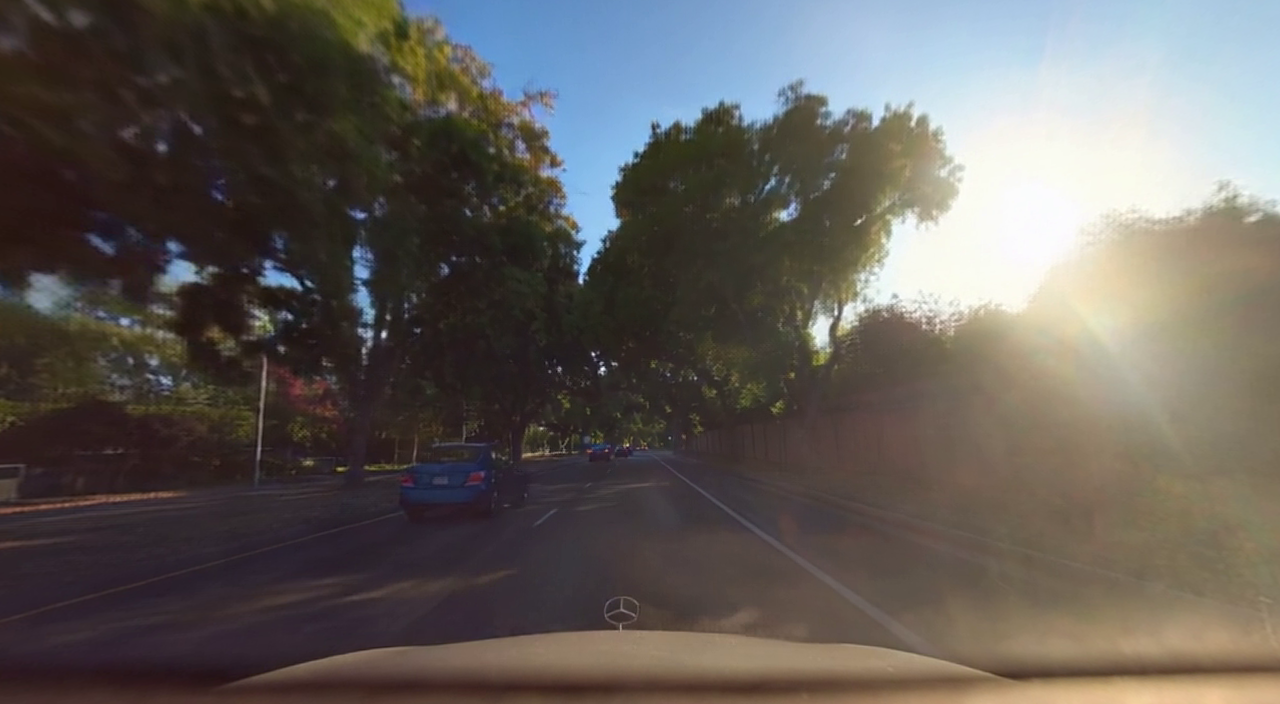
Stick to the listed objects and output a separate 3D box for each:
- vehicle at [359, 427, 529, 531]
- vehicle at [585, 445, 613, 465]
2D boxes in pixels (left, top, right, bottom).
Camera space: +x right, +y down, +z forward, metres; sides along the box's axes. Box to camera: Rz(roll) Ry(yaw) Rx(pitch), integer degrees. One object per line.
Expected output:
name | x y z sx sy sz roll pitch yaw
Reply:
vehicle | -3.536 2.375 12.443 1.919 1.650 4.546 0 -9 0
vehicle | -3.082 7.850 48.255 1.870 1.431 4.317 0 -9 1
